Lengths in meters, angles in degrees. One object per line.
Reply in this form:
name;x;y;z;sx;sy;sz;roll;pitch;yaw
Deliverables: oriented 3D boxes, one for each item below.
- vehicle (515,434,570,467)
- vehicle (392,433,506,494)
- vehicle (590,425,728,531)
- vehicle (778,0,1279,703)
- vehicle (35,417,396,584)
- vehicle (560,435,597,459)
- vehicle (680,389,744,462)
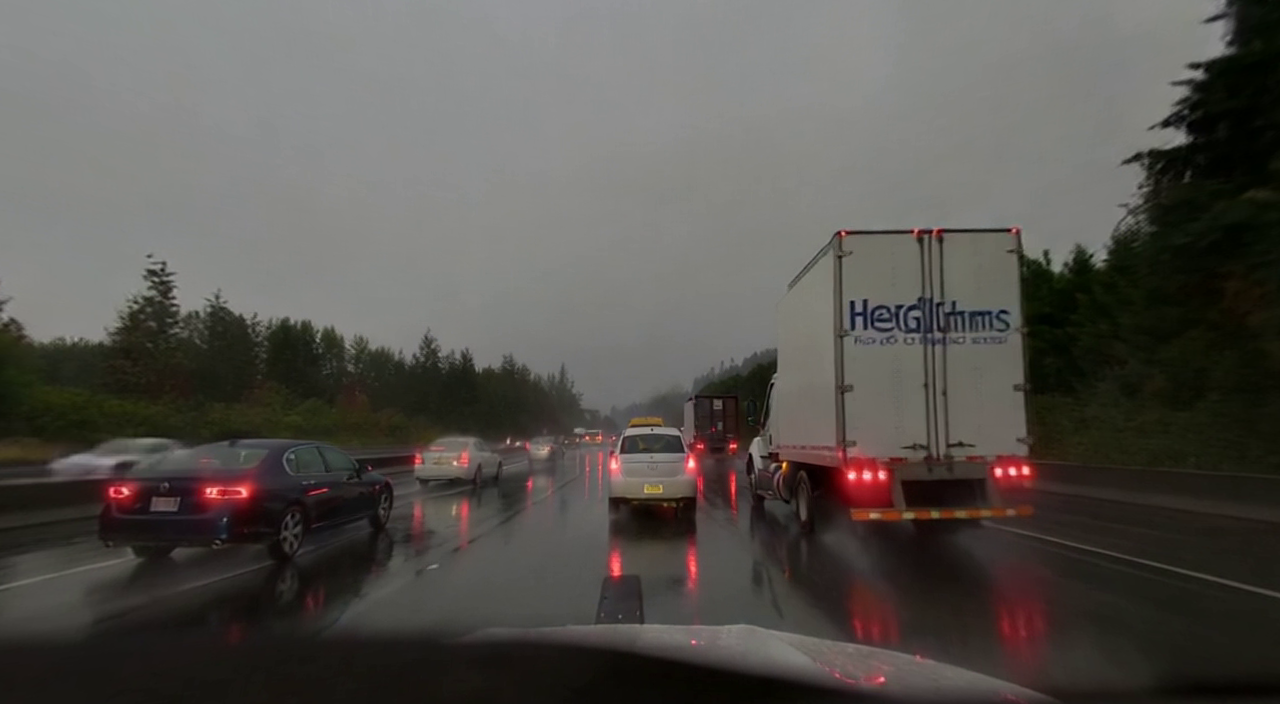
vehicle;-4.682;4.770;30.791;1.887;1.493;4.411;0;-8;1
vehicle;-5.094;2.993;17.413;1.880;1.458;3.978;0;-8;0
vehicle;0.262;2.054;10.903;1.973;1.505;3.568;0;-8;0
vehicle;3.986;-0.095;4.042;2.817;3.989;14.321;0;-8;-1
vehicle;-4.607;1.611;7.662;1.821;1.514;3.677;0;-8;0
vehicle;-4.055;6.344;42.307;2.005;1.475;4.466;0;-8;1
vehicle;4.500;5.086;42.610;2.892;4.101;14.252;0;-8;1
